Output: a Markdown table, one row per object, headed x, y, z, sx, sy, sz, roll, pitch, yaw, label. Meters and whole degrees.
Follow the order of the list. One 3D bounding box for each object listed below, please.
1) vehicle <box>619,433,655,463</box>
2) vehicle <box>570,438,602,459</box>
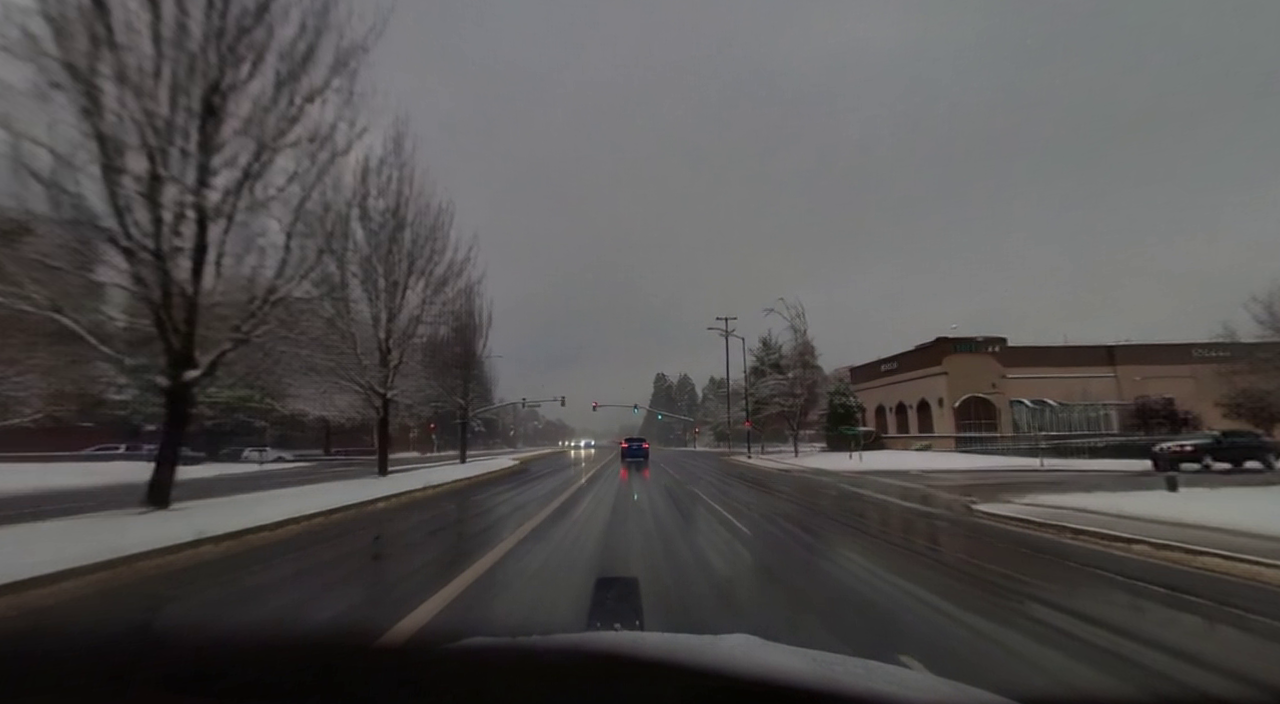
| x | y | z | sx | sy | sz | roll | pitch | yaw | label |
| --- | --- | --- | --- | --- | --- | --- | --- | --- | --- |
| -0.231 | 6.122 | 40.336 | 2.188 | 1.782 | 3.982 | 0 | -8 | -1 | vehicle |
| -4.041 | 7.327 | 48.060 | 2.075 | 1.474 | 4.367 | 0 | -8 | 0 | vehicle |
